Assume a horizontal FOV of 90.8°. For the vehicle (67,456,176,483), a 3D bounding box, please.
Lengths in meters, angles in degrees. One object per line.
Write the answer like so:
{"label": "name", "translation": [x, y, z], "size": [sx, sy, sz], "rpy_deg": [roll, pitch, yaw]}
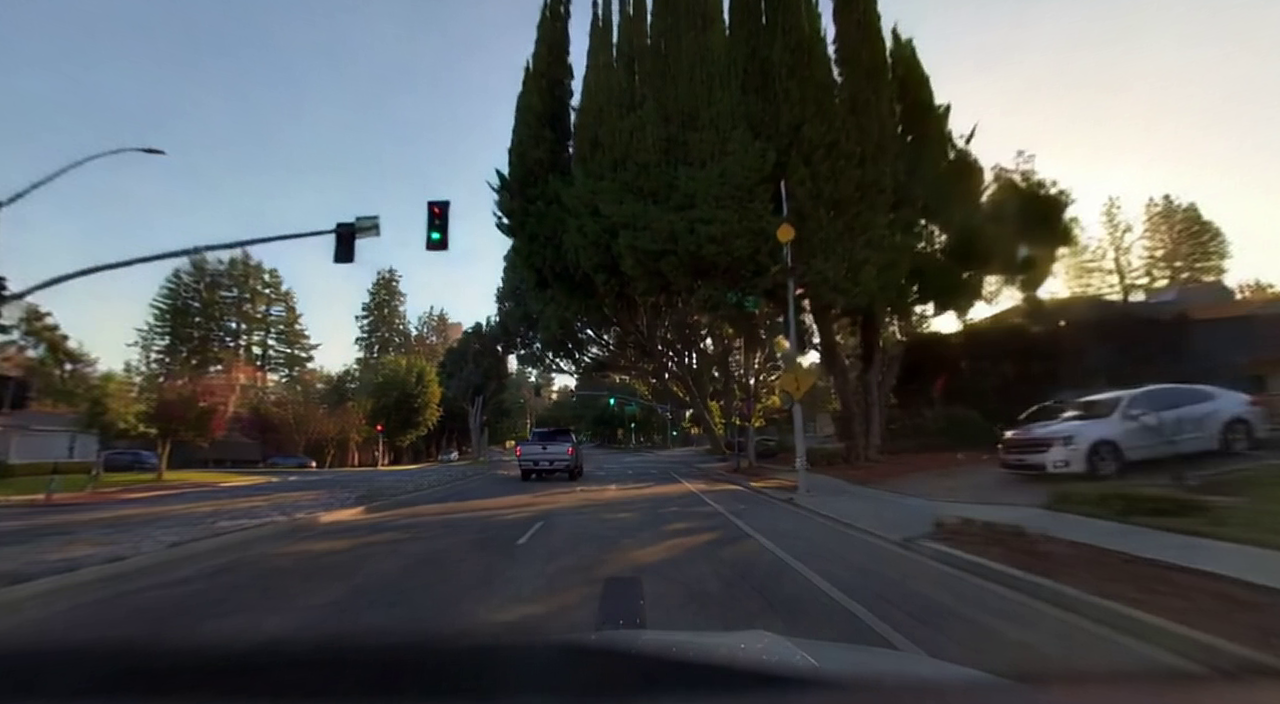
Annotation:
{"label": "vehicle", "translation": [-30.268, 6.846, 37.005], "size": [4.506, 1.453, 2.108], "rpy_deg": [0, -9, 0]}

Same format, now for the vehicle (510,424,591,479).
{"label": "vehicle", "translation": [-3.508, 4.103, 26.168], "size": [2.508, 2.001, 5.880], "rpy_deg": [0, -9, 0]}

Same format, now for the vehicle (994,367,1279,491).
{"label": "vehicle", "translation": [10.068, 1.468, 12.384], "size": [4.882, 1.839, 2.243], "rpy_deg": [-4, -8, -9]}
